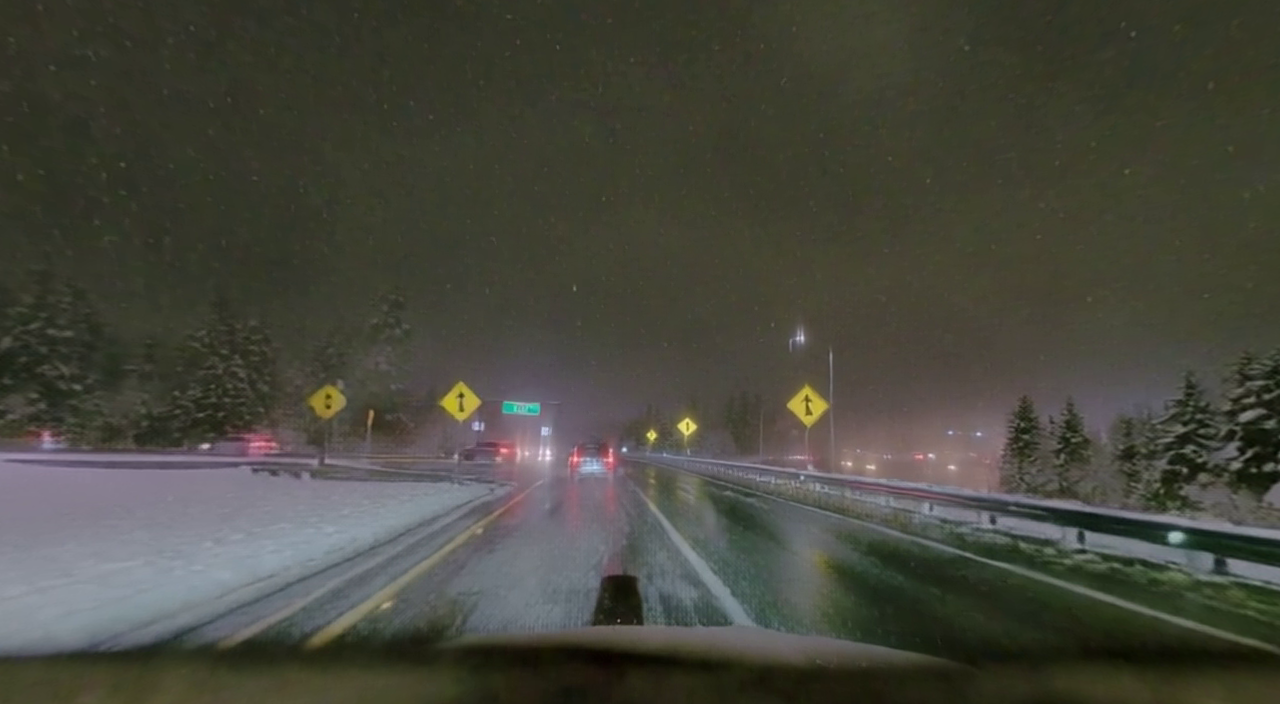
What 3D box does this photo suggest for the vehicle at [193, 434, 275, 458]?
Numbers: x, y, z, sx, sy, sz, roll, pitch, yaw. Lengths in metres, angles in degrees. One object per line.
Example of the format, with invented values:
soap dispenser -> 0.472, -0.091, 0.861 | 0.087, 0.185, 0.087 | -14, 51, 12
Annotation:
vehicle -> -25.959, 6.010, 40.144 | 3.904, 1.482, 1.834 | 0, -9, -1

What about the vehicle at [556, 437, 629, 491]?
vehicle -> -1.455, 3.395, 19.306 | 2.006, 1.486, 3.950 | 1, -9, -4

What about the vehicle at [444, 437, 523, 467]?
vehicle -> -8.535, 5.422, 34.002 | 4.278, 1.505, 2.018 | -8, -11, 40

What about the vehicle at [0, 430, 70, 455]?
vehicle -> -38.533, 5.633, 39.025 | 4.005, 1.472, 1.807 | 1, -9, -8
